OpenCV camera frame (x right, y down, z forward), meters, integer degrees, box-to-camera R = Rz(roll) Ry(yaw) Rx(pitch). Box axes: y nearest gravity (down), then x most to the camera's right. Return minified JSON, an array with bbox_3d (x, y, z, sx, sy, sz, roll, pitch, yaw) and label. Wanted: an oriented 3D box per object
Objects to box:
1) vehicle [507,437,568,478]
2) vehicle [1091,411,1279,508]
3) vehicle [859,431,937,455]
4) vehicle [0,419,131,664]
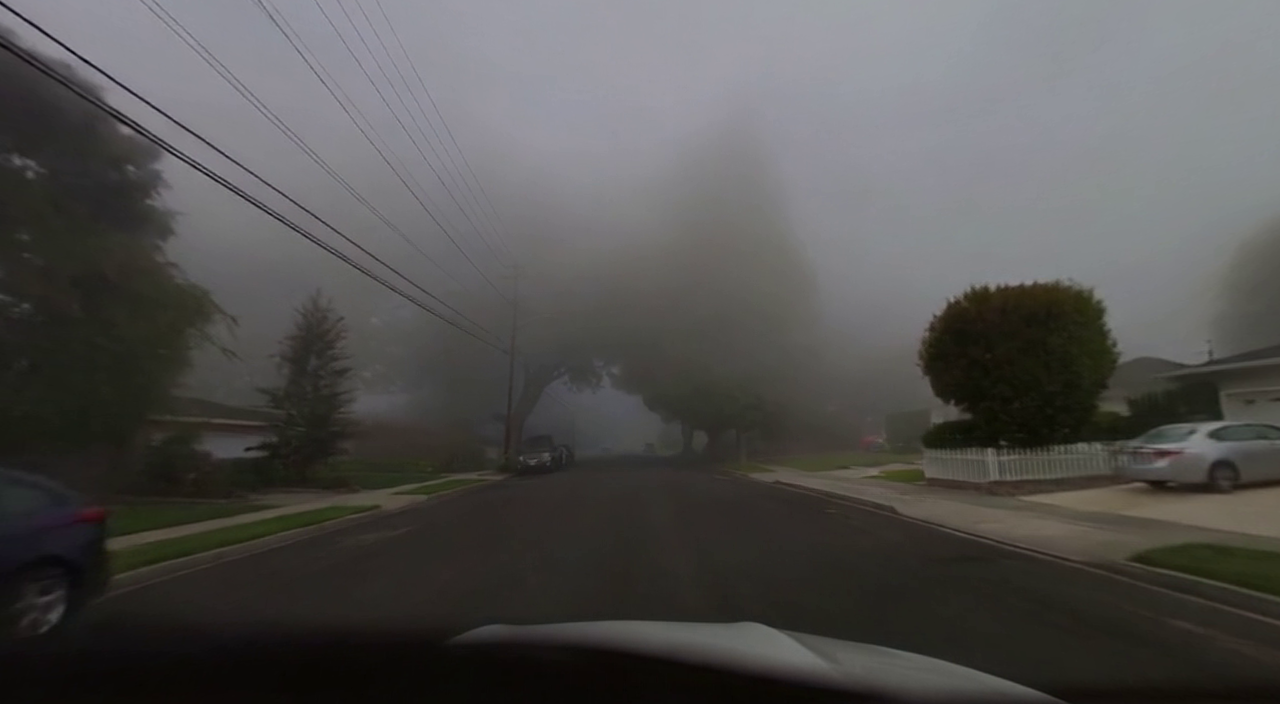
[{"bbox_3d":[-5.818,6.026,36.596,2.411,1.979,5.915,-5,-8,0],"label":"vehicle"},{"bbox_3d":[11.805,2.051,12.407,4.226,1.679,1.983,-3,-8,6],"label":"vehicle"},{"bbox_3d":[17.617,6.257,43.290,4.372,1.490,2.032,-1,-11,2],"label":"vehicle"},{"bbox_3d":[-5.411,1.231,3.349,1.970,1.666,4.223,-3,-7,-1],"label":"vehicle"}]
